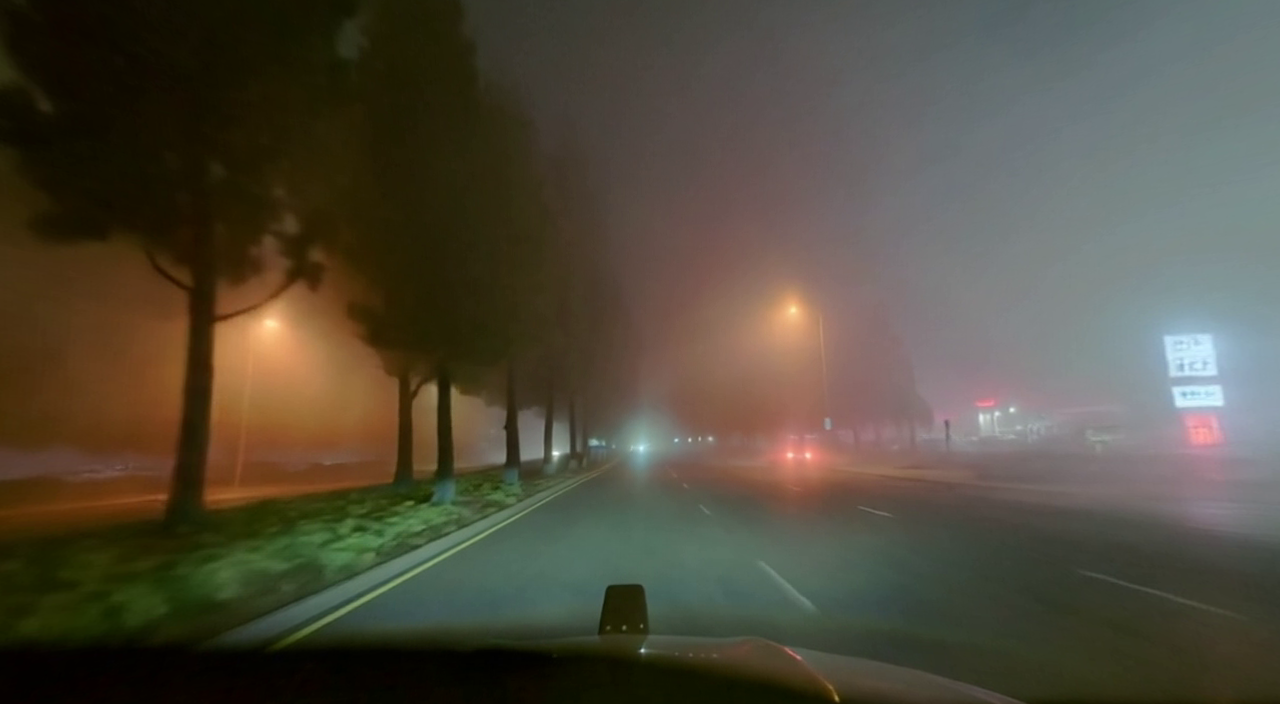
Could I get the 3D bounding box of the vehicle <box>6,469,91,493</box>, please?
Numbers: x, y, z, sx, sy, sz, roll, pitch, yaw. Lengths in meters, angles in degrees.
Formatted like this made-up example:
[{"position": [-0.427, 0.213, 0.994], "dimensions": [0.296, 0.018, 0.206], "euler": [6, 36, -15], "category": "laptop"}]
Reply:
[{"position": [-44.215, 9.610, 47.282], "dimensions": [1.824, 1.521, 4.573], "euler": [0, -9, 2], "category": "vehicle"}]
